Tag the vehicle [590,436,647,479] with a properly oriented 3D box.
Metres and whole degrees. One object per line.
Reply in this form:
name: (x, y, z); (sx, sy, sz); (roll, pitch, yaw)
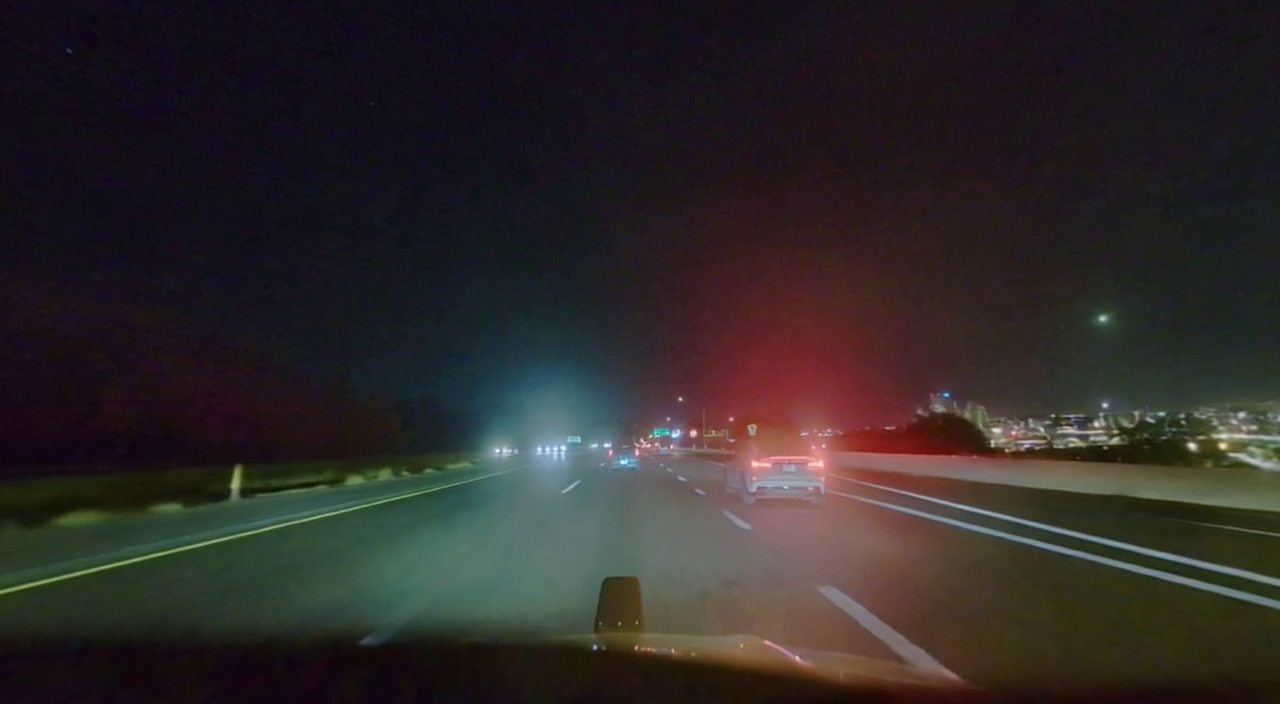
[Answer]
vehicle: (-0.830, 4.277, 25.759); (2.147, 1.576, 3.964); (0, -8, -1)
